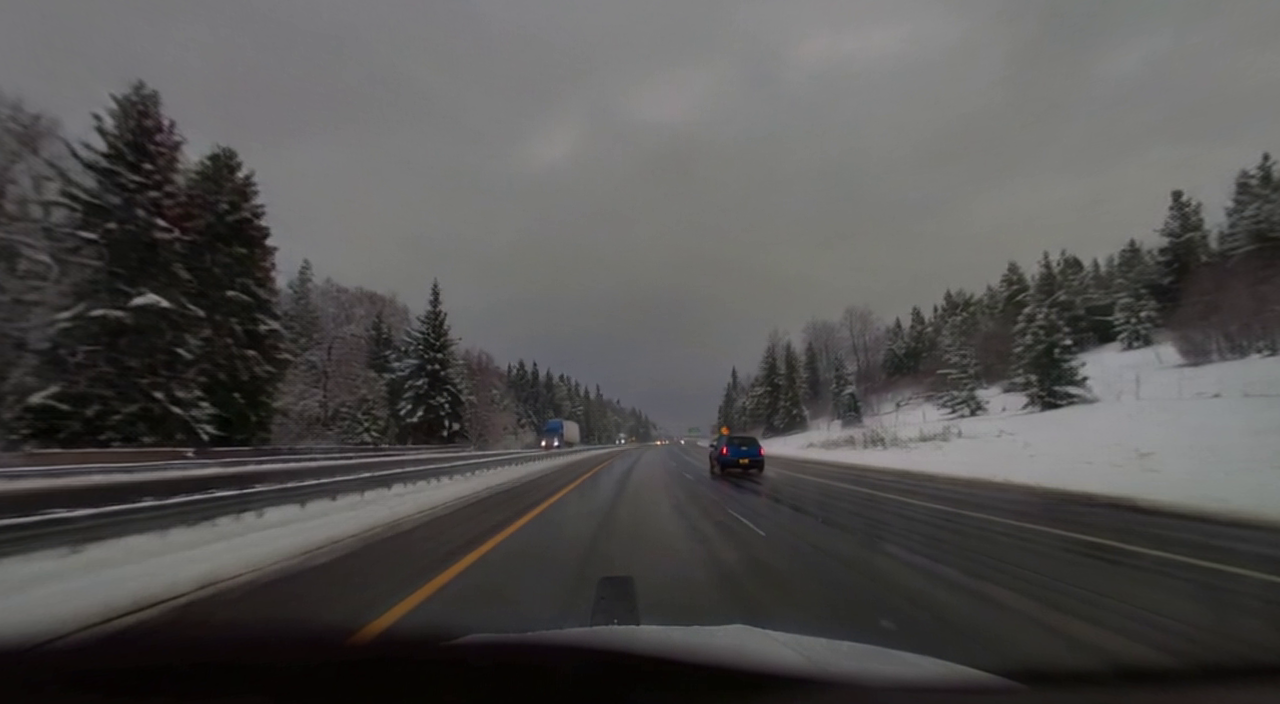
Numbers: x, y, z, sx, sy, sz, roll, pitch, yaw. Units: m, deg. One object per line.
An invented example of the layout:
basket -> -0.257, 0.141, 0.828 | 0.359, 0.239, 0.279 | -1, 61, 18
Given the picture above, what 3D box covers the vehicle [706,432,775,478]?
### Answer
vehicle -> 3.941, 4.090, 25.370 | 2.022, 1.663, 4.245 | 0, -8, -1
